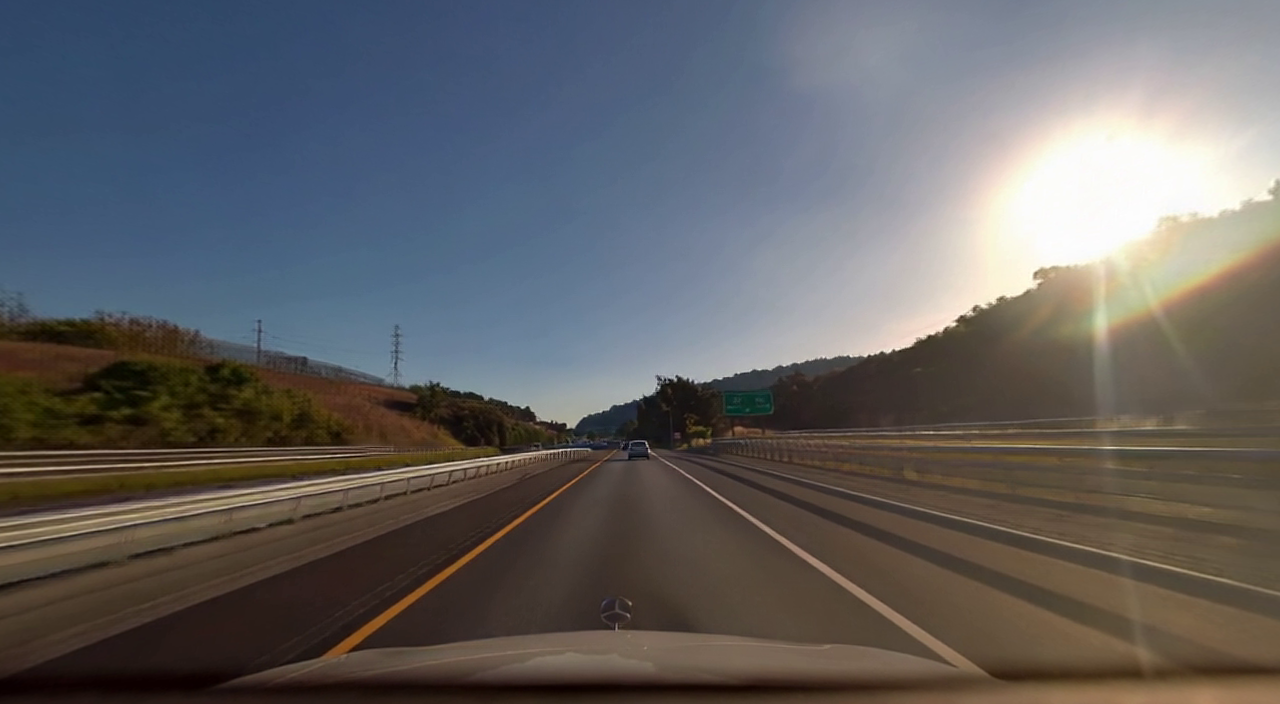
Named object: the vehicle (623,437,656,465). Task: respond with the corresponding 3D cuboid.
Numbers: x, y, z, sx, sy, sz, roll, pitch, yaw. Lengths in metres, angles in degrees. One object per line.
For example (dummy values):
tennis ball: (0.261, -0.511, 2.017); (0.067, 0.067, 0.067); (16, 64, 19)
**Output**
vehicle: (-0.060, 6.554, 41.779); (2.059, 1.696, 4.165); (0, -8, 0)
